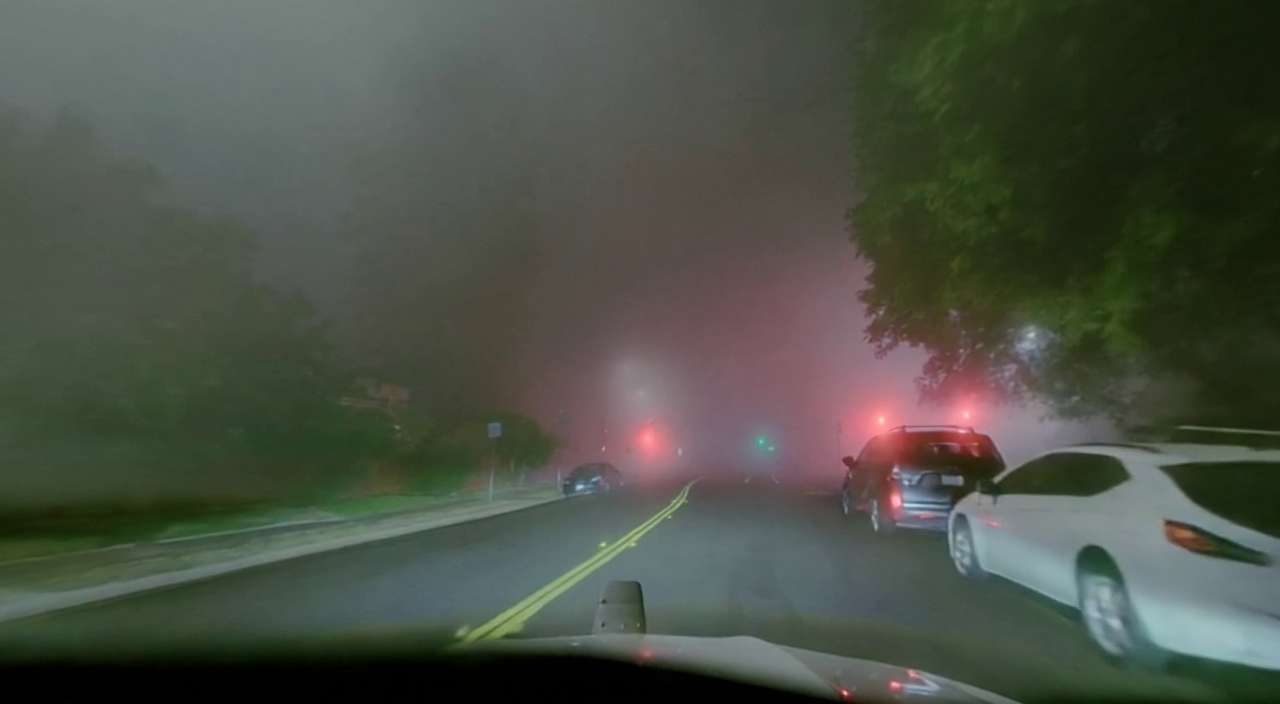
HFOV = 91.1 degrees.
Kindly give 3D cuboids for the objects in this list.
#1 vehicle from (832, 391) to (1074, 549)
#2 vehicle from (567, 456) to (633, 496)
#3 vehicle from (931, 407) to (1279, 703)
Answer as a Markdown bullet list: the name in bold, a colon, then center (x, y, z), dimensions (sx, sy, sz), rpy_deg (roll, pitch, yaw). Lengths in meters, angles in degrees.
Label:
- **vehicle**: center (5.488, 2.231, 12.195), dimensions (2.624, 2.227, 5.508), rpy_deg (1, -10, 9)
- **vehicle**: center (-1.708, 5.555, 28.450), dimensions (2.033, 1.456, 4.370), rpy_deg (-4, -9, 9)
- **vehicle**: center (4.270, 1.406, 5.221), dimensions (2.242, 1.661, 4.273), rpy_deg (-1, -8, 10)
